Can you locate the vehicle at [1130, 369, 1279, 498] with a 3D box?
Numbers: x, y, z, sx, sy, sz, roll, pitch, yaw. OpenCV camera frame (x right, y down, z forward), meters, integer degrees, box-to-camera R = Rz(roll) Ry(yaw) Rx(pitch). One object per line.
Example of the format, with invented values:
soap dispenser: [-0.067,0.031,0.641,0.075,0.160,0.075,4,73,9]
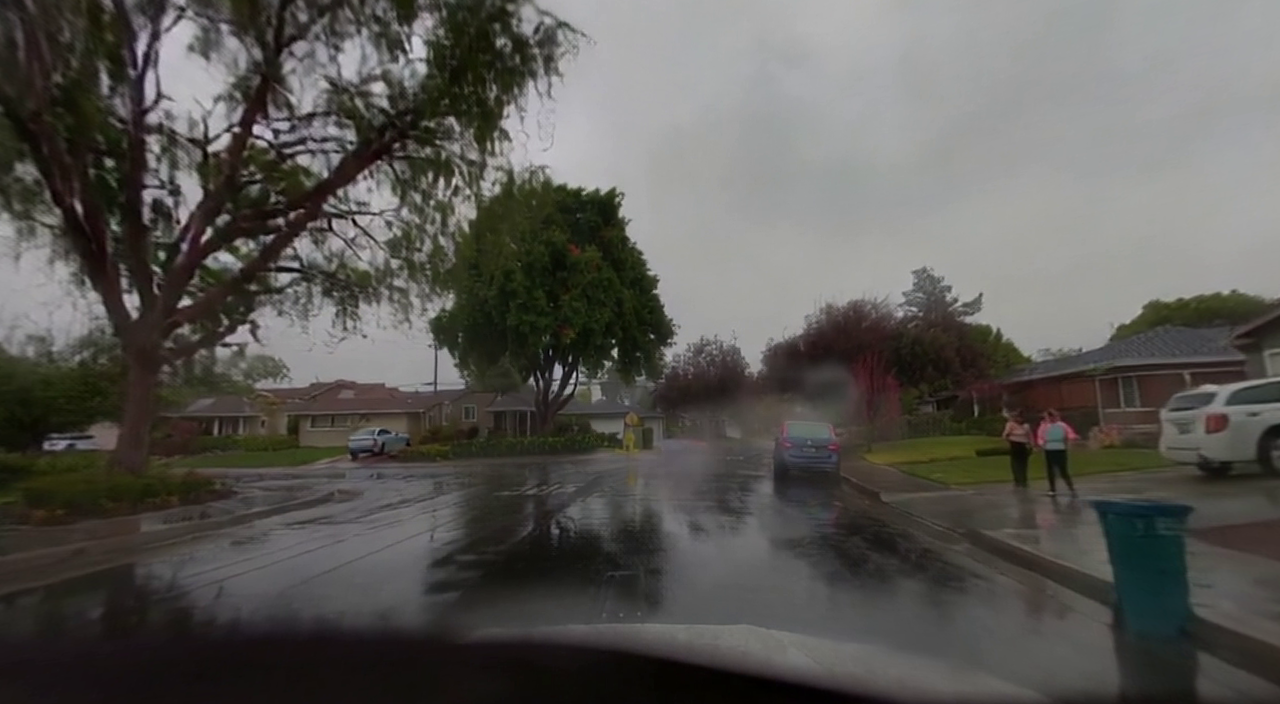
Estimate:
vehicle: [11.146,1.083,10.007,4.780,1.765,2.103,-6,-9,2]

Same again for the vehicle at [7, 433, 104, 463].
vehicle: [-39.025,6.410,42.378,2.206,1.858,4.918,1,-7,-8]

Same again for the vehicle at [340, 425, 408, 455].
vehicle: [-17.076,5.680,40.769,2.021,1.798,4.491,-1,-8,6]

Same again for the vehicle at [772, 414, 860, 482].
vehicle: [5.009,2.796,18.592,2.053,1.737,4.375,-2,-8,10]
